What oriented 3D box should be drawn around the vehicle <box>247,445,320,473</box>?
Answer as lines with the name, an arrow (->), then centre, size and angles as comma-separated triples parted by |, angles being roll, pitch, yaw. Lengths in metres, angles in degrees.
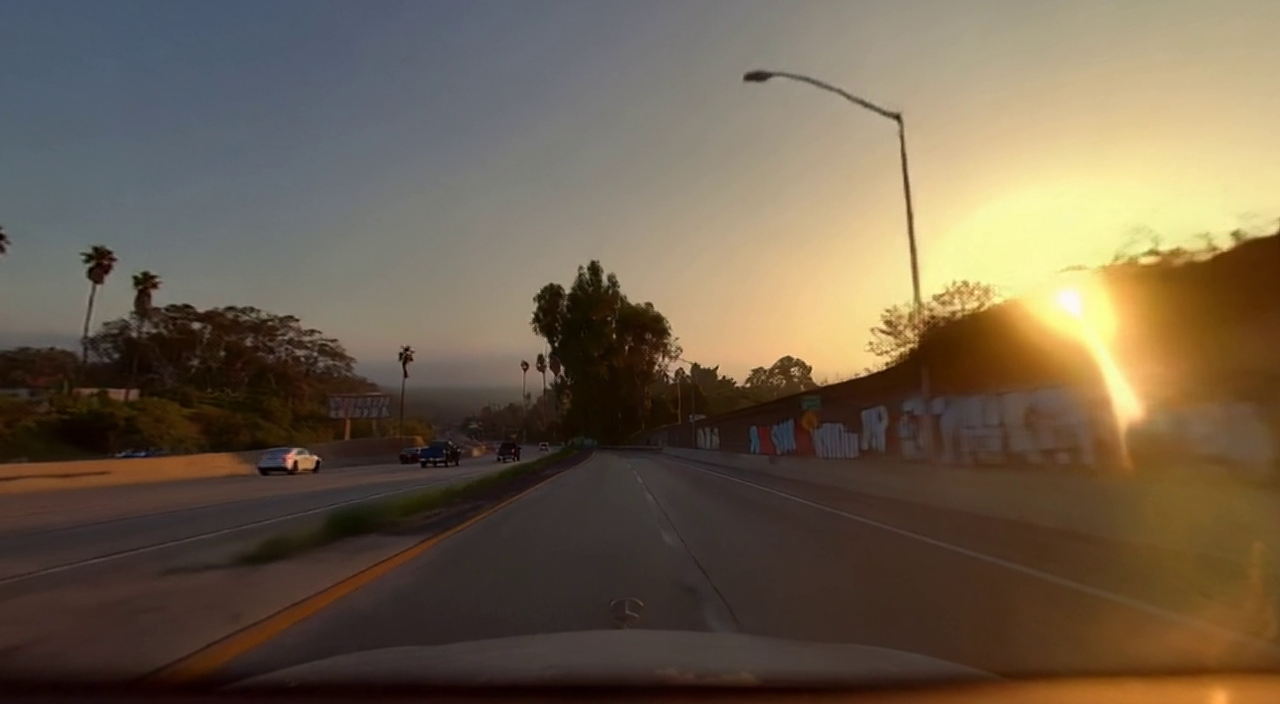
vehicle -> -24.278, 7.270, 43.254 | 2.158, 1.795, 5.013 | 0, -9, -1
